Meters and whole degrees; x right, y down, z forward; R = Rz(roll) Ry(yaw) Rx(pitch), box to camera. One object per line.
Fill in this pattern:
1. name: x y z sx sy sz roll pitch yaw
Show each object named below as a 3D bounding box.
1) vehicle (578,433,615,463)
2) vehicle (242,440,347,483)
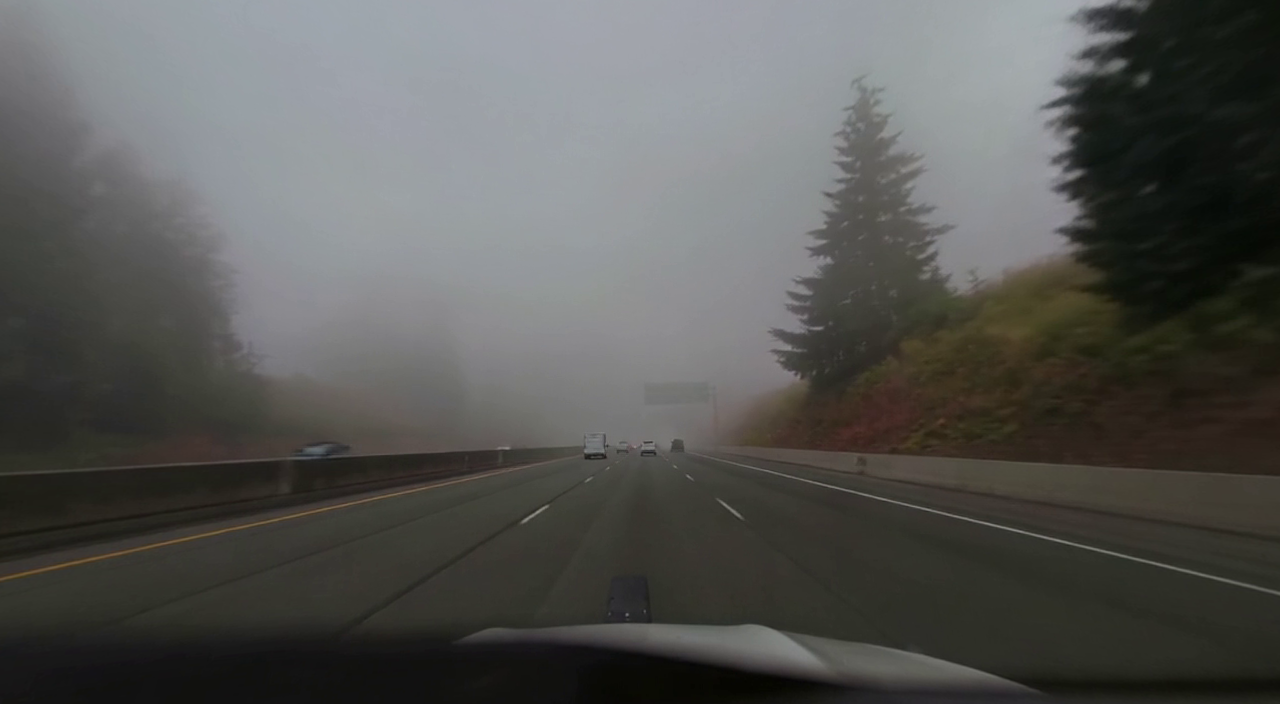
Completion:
1. vehicle: -3.104 6.921 45.541 2.286 2.011 4.452 0 -8 1
2. vehicle: -16.803 5.319 30.991 2.167 1.922 5.322 0 -8 0
